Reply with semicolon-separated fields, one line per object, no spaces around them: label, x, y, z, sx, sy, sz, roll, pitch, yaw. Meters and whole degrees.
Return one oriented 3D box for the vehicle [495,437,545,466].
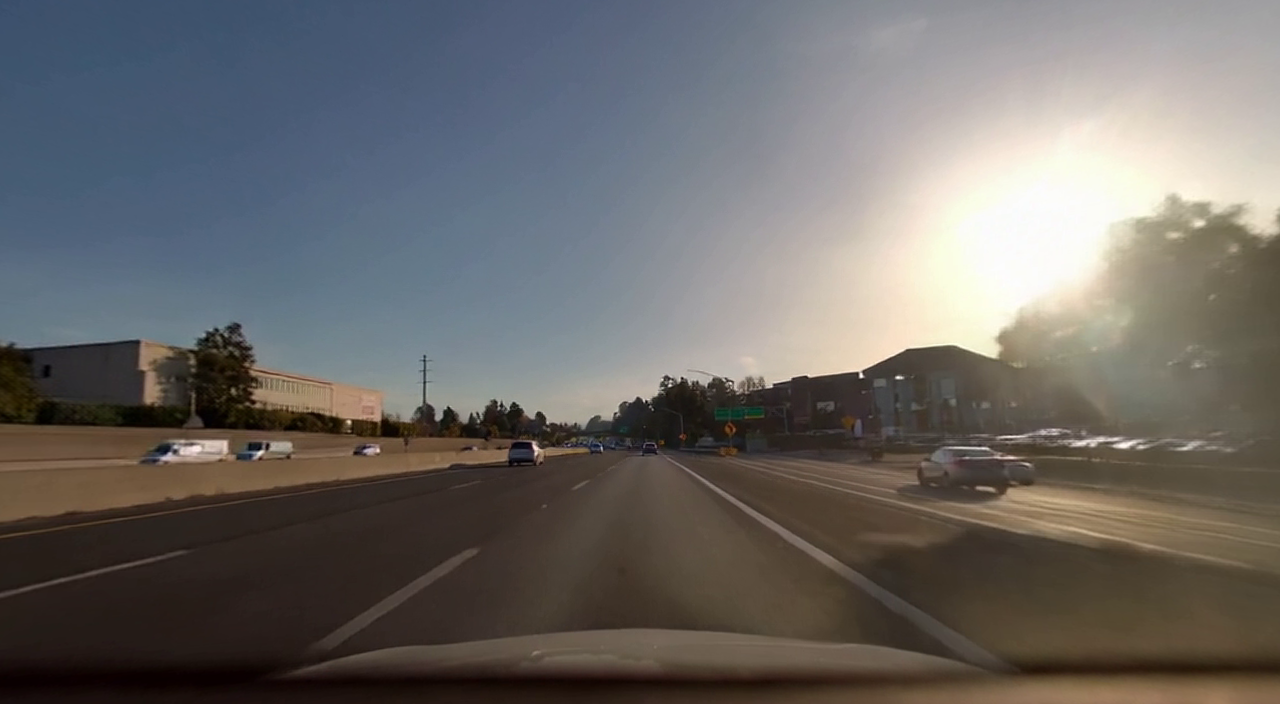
vehicle;-7.153;5.982;38.111;2.088;1.678;4.426;0;-8;1

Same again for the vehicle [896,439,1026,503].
vehicle;18.236;6.726;36.587;3.007;3.318;7.486;1;-8;-5

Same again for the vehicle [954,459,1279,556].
vehicle;19.259;5.933;26.513;3.122;2.437;15.553;1;-8;-5
